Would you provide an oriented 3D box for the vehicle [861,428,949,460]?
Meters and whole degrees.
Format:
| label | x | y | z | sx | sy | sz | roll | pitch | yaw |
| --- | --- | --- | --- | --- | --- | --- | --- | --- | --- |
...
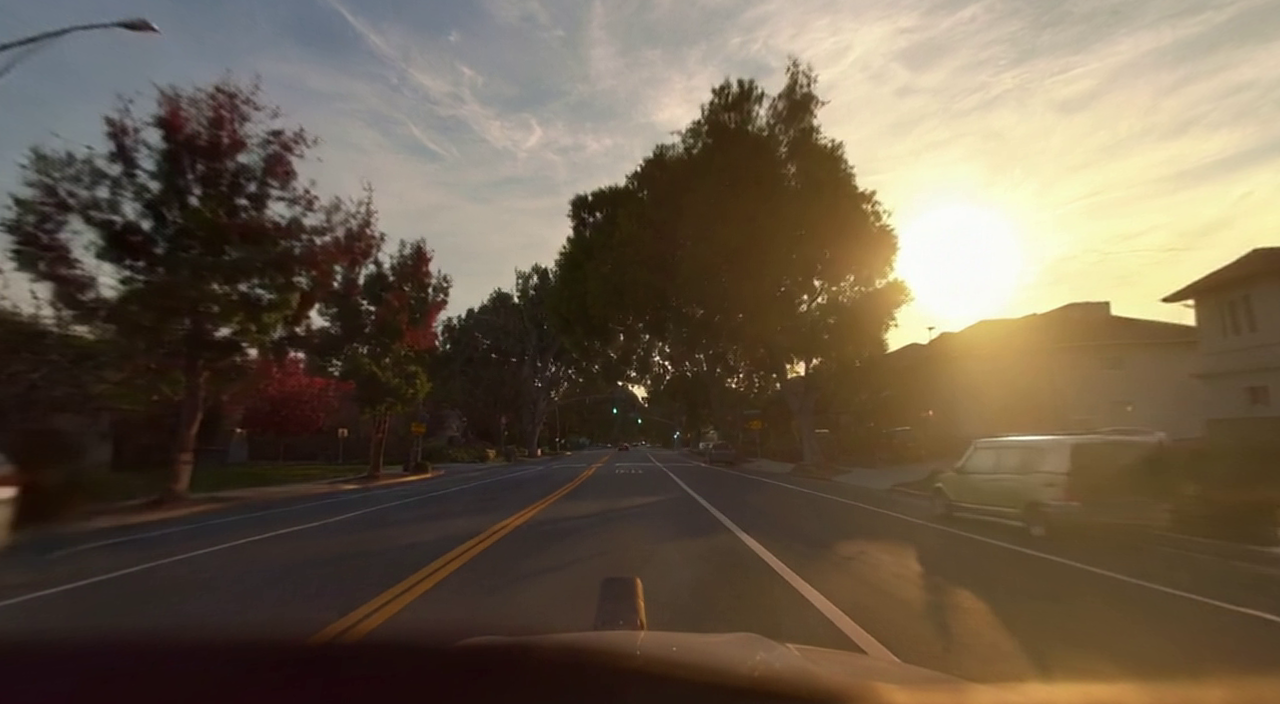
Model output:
| label | x | y | z | sx | sy | sz | roll | pitch | yaw |
| --- | --- | --- | --- | --- | --- | --- | --- | --- | --- |
| vehicle | 17.906 | 6.279 | 42.942 | 4.937 | 2.091 | 2.263 | 0 | -8 | 1 |

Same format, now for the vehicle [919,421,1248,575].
| label | x | y | z | sx | sy | sz | roll | pitch | yaw |
| --- | --- | --- | --- | --- | --- | --- | --- | --- | --- |
| vehicle | 6.497 | 2.135 | 10.067 | 2.108 | 1.897 | 4.180 | 0 | -8 | -1 |
